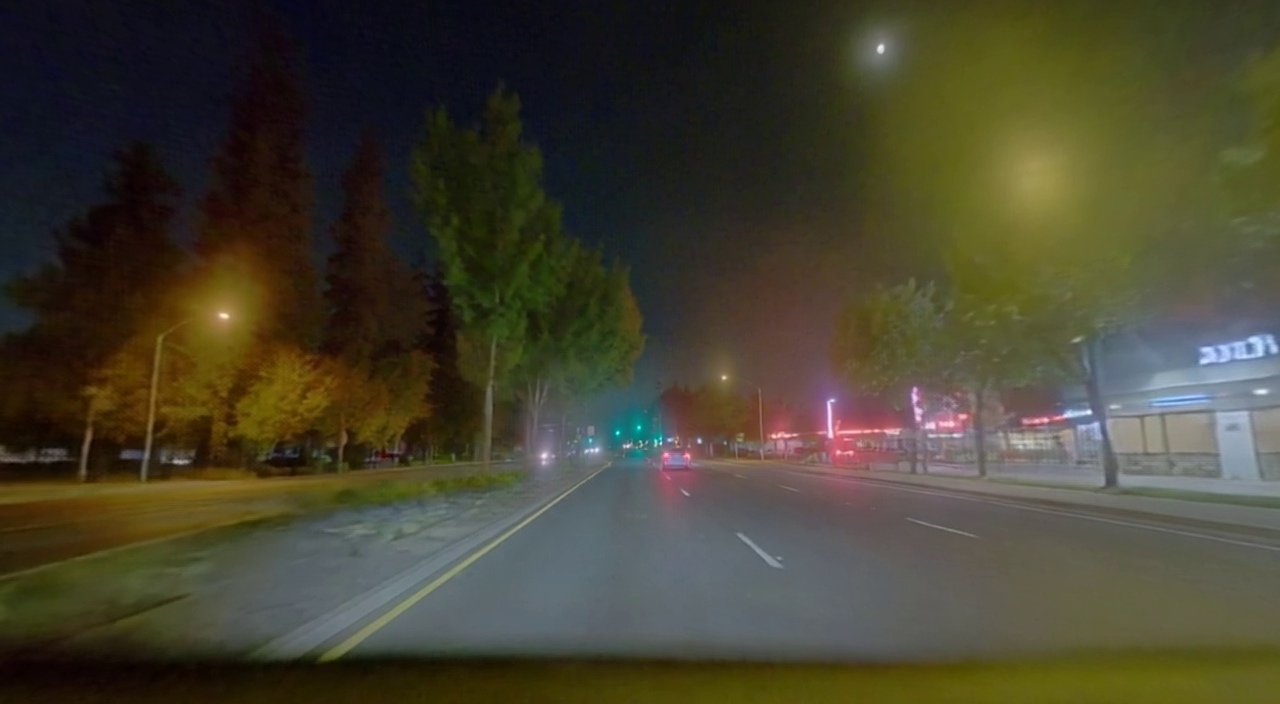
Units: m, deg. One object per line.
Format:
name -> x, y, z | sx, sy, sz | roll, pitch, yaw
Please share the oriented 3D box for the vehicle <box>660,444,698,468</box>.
vehicle -> 2.484, 6.744, 41.048 | 2.015, 1.479, 4.444 | 0, -9, -2
